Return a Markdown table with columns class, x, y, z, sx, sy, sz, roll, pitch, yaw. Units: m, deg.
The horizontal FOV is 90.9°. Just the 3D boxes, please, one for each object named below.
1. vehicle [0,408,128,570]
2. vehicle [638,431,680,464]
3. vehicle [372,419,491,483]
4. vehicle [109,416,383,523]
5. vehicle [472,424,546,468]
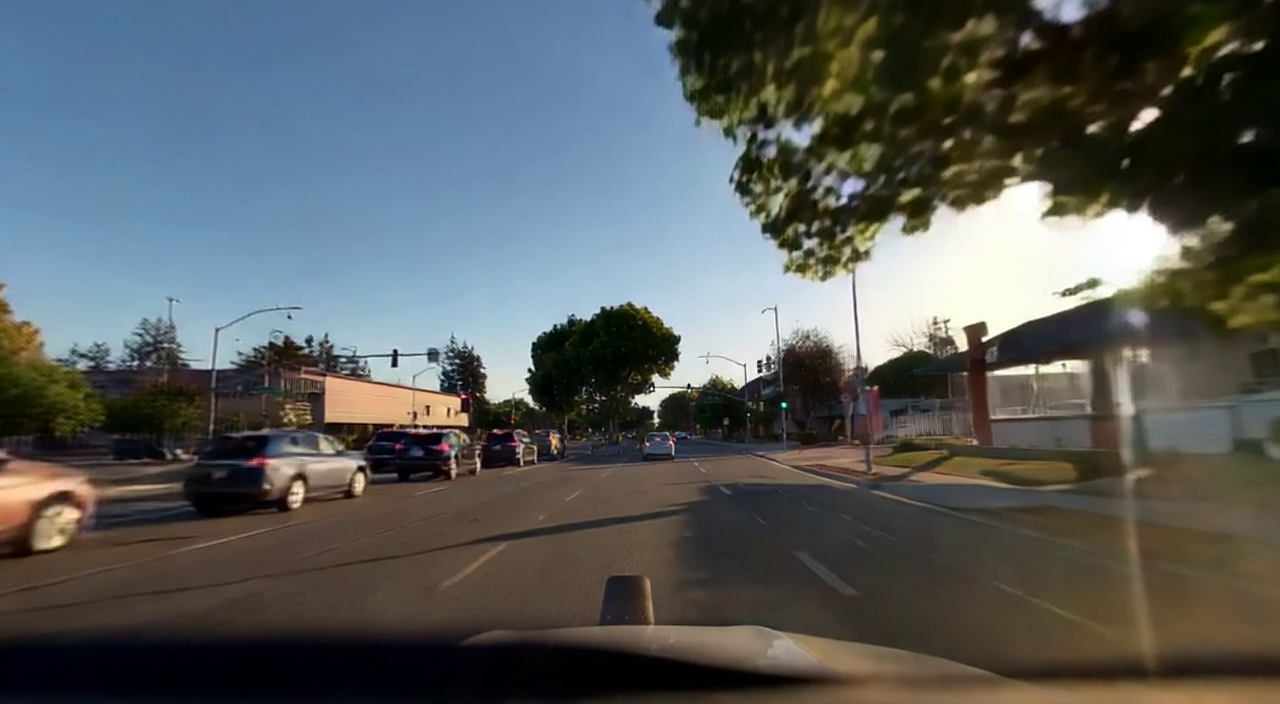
| class | x | y | z | sx | sy | sz | roll | pitch | yaw |
| --- | --- | --- | --- | --- | --- | --- | --- | --- | --- |
| vehicle | -7.375 | 1.318 | 5.920 | 1.870 | 1.616 | 3.765 | 0 | -8 | 1 |
| vehicle | 1.074 | 5.172 | 34.318 | 2.197 | 1.682 | 3.642 | 0 | -8 | 3 |
| vehicle | -6.546 | 3.196 | 20.509 | 1.951 | 1.809 | 4.917 | 0 | -8 | 3 |
| vehicle | -7.017 | 2.138 | 12.046 | 2.121 | 1.630 | 4.642 | 0 | -8 | 2 |
| vehicle | -6.027 | 4.418 | 29.722 | 2.111 | 1.864 | 4.932 | -1 | -8 | 4 |
